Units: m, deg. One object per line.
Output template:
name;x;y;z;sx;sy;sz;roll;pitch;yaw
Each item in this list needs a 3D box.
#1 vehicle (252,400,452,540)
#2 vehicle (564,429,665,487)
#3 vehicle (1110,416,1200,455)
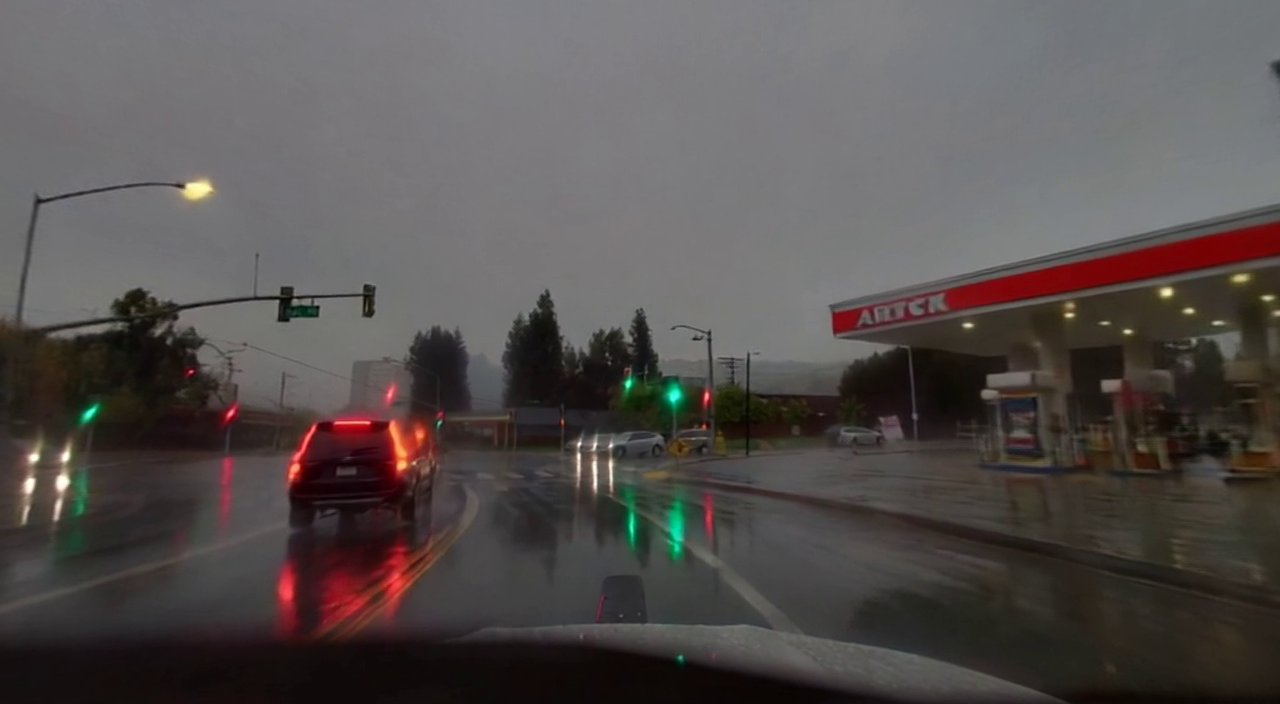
vehicle;-4.954;2.101;11.740;2.254;2.006;4.766;2;-9;-11
vehicle;-1.055;3.754;22.560;2.202;1.822;4.826;4;-9;-20
vehicle;25.393;4.176;31.003;4.595;1.764;2.160;6;-11;-35
